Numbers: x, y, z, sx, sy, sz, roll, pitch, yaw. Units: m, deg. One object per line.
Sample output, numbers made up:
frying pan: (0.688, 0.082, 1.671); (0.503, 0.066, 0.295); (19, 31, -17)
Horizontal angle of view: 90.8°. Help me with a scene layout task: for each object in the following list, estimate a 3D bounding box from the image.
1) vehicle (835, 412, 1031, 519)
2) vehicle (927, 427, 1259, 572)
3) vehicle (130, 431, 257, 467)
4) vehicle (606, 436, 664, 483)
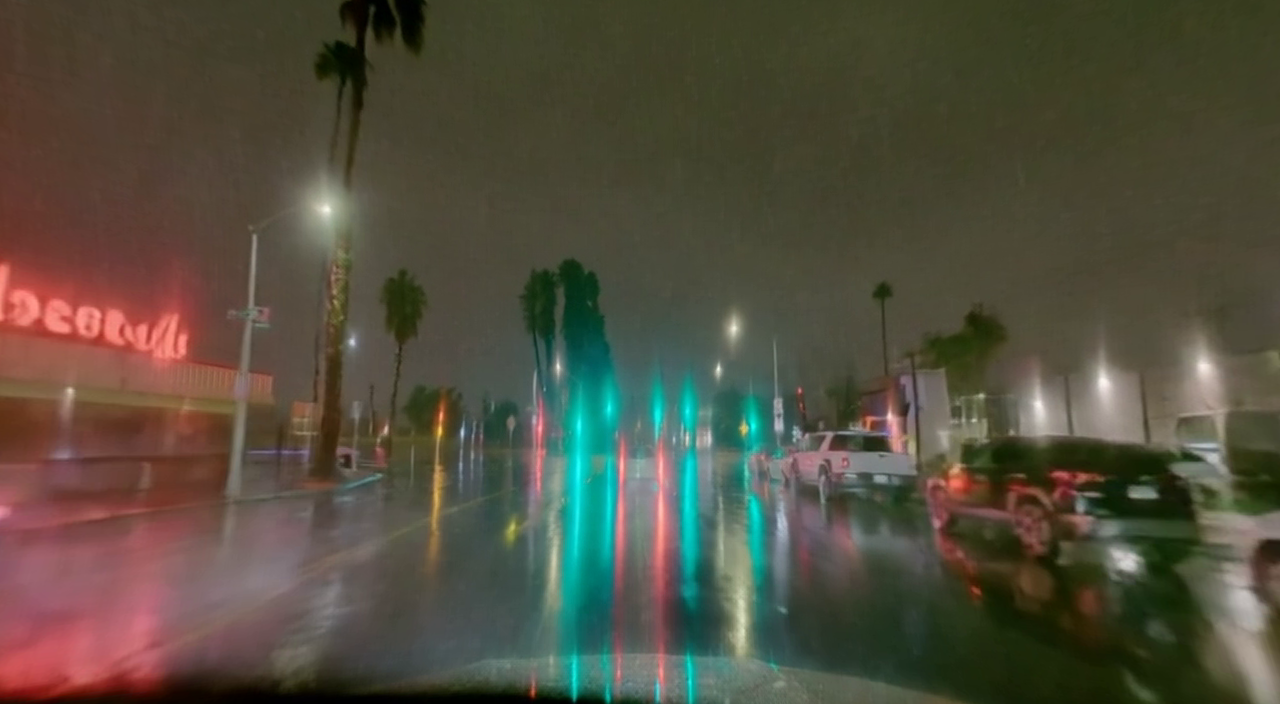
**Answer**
vehicle: (6.092, 2.426, 13.968); (2.008, 1.928, 4.774); (0, -8, 0)
vehicle: (6.117, 1.992, 9.323); (1.747, 1.619, 4.157); (0, -8, -1)
vehicle: (-32.685, 7.099, 46.584); (2.562, 2.387, 6.989); (-4, -9, 30)
vehicle: (-0.227, 4.143, 24.678); (2.063, 1.664, 4.471); (0, -8, -1)
